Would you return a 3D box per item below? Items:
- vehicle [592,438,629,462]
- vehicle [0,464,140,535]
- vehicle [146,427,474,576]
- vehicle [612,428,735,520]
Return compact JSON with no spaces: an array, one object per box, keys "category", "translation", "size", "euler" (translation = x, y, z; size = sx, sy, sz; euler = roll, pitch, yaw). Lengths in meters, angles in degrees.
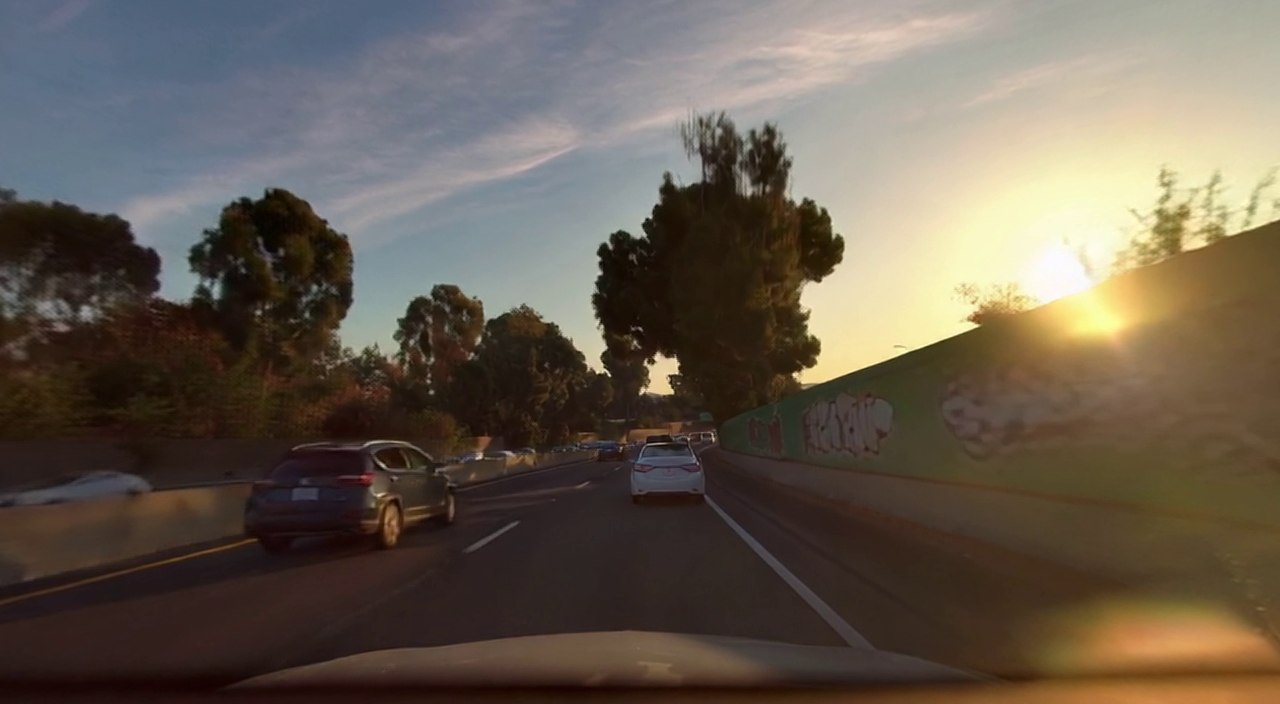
[{"category":"vehicle","translation":[-1.955,6.704,43.066],"size":[2.105,1.571,3.727],"euler":[-1,-8,4]},{"category":"vehicle","translation":[-15.047,3.625,15.917],"size":[1.692,1.413,3.747],"euler":[0,-8,0]},{"category":"vehicle","translation":[-3.868,1.801,8.437],"size":[2.059,1.471,4.152],"euler":[0,-8,2]},{"category":"vehicle","translation":[0.577,2.353,12.653],"size":[2.077,1.533,3.854],"euler":[0,-8,1]}]
